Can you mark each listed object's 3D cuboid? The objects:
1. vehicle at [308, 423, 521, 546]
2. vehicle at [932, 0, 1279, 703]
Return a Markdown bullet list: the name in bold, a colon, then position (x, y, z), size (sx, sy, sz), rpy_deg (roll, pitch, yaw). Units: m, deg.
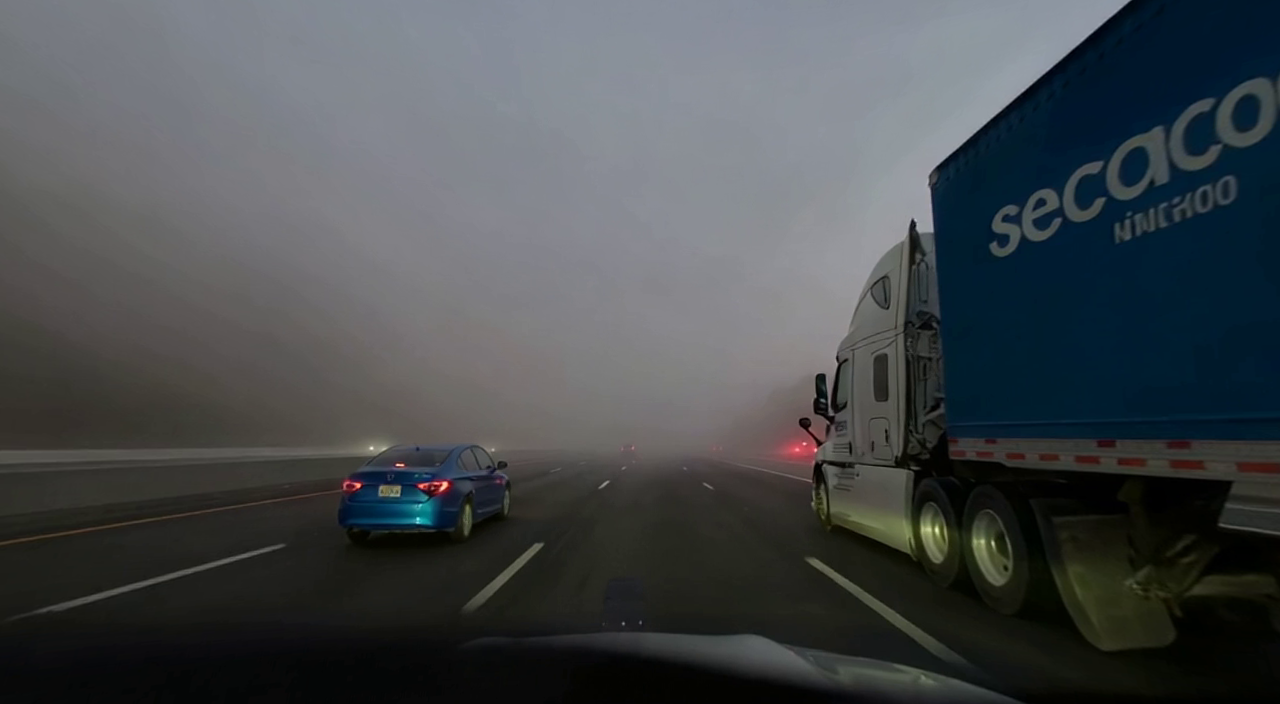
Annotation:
- **vehicle**: position (-3.391, 2.066, 10.395), size (1.967, 1.615, 3.886), rpy_deg (0, -8, 2)
- **vehicle**: position (3.990, -0.276, 1.067), size (2.760, 3.903, 9.022), rpy_deg (0, -8, 1)
